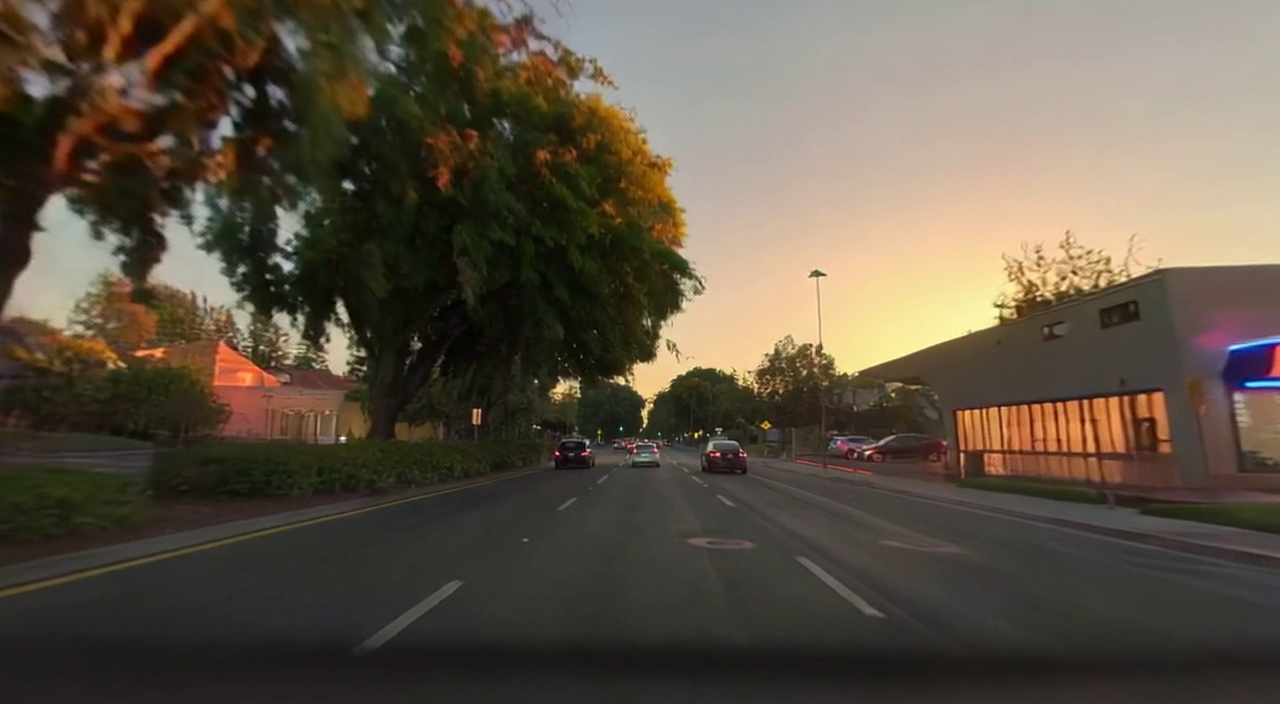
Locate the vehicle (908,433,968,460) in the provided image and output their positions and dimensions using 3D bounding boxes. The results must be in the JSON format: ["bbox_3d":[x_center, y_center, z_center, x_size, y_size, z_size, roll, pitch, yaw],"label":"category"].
[{"bbox_3d":[23.258,7.399,49.436,2.145,1.922,5.397,0,-8,1],"label":"vehicle"}]

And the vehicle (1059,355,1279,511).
[{"bbox_3d":[14.613,1.771,13.858,8.343,3.028,3.002,-1,-10,2],"label":"vehicle"}]

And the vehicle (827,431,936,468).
[{"bbox_3d":[13.422,5.474,35.264,5.144,1.834,2.188,-2,-9,2],"label":"vehicle"}]

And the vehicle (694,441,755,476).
[{"bbox_3d":[3.720,4.771,28.490,2.012,1.462,4.400,0,-8,-1],"label":"vehicle"}]

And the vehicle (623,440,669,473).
[{"bbox_3d":[0.268,4.970,30.240,2.059,1.477,4.216,0,-8,0],"label":"vehicle"}]

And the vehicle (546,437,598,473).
[{"bbox_3d":[-3.216,4.980,30.608,1.995,1.607,4.086,0,-8,1],"label":"vehicle"}]
